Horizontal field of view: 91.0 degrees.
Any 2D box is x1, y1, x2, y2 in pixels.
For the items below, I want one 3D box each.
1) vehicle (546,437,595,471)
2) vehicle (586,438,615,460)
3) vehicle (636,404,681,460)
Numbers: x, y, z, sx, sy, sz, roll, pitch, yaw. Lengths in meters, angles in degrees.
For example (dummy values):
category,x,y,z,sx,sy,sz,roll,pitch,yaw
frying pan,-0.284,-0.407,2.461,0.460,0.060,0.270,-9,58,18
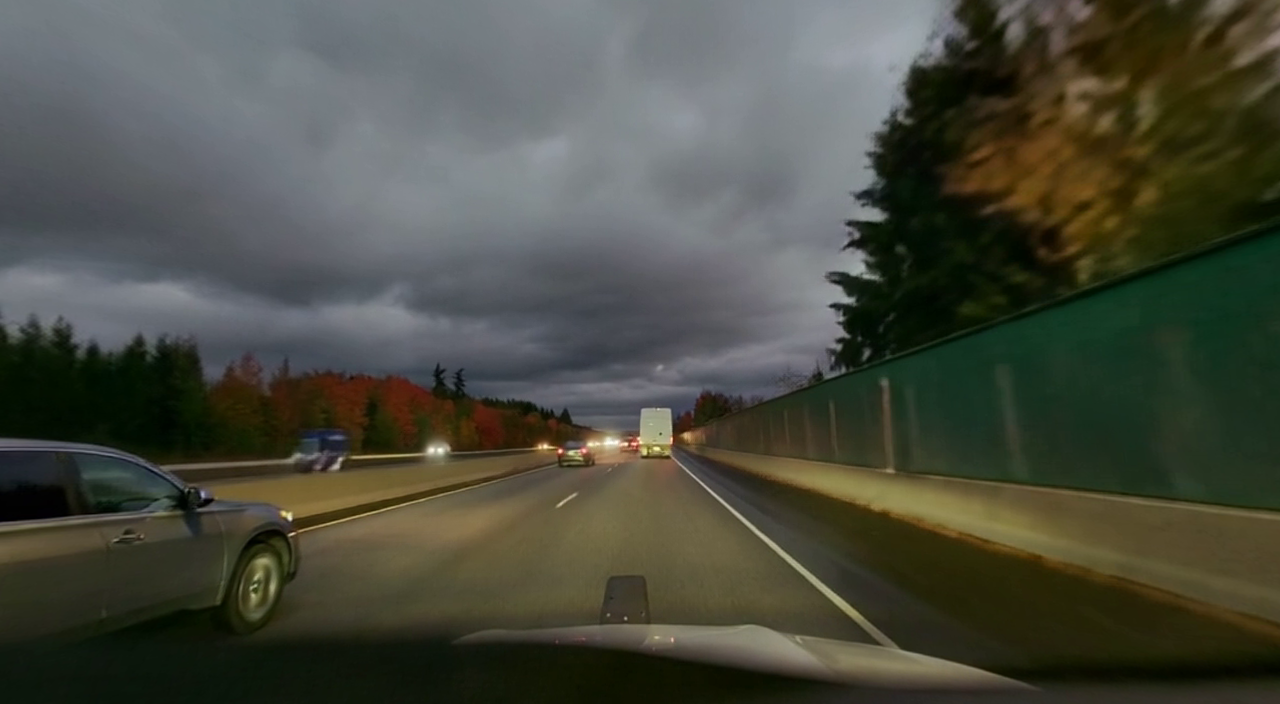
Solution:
category,x,y,z,sx,sy,sz,roll,pitch,yaw
vehicle,-3.321,4.957,30.900,1.927,1.556,3.921,0,-8,1
vehicle,-2.976,7.424,48.427,1.962,1.575,4.158,0,-8,0
vehicle,1.309,6.014,46.771,2.933,3.701,10.425,0,-8,1
